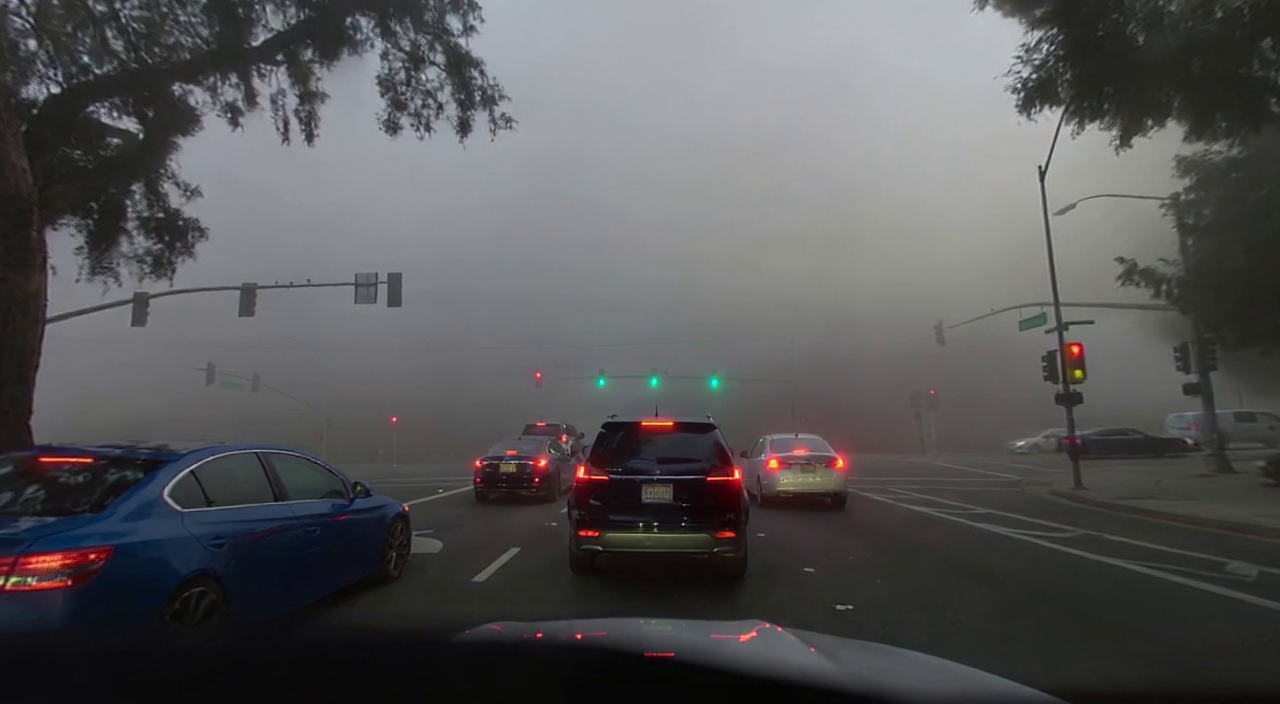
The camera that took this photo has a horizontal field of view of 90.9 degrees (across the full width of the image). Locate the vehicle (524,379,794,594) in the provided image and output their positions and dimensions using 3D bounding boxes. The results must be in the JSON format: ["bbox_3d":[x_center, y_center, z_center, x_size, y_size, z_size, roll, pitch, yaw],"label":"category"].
[{"bbox_3d":[0.214,1.464,7.652,2.300,1.832,4.331,0,-8,2],"label":"vehicle"}]

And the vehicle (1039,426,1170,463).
[{"bbox_3d":[20.714,4.144,28.326,4.026,1.573,2.271,-1,-8,8],"label":"vehicle"}]

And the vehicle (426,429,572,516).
[{"bbox_3d":[-2.682,2.393,13.059,1.851,1.502,4.042,0,-8,4],"label":"vehicle"}]

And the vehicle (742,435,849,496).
[{"bbox_3d":[4.104,3.057,17.348,1.979,1.453,4.011,0,-8,1],"label":"vehicle"}]

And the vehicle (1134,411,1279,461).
[{"bbox_3d":[26.477,3.639,27.690,6.879,1.984,2.808,-2,-7,5],"label":"vehicle"}]

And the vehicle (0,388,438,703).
[{"bbox_3d":[-3.220,1.193,4.401,1.958,1.494,4.624,0,-8,2],"label":"vehicle"}]
